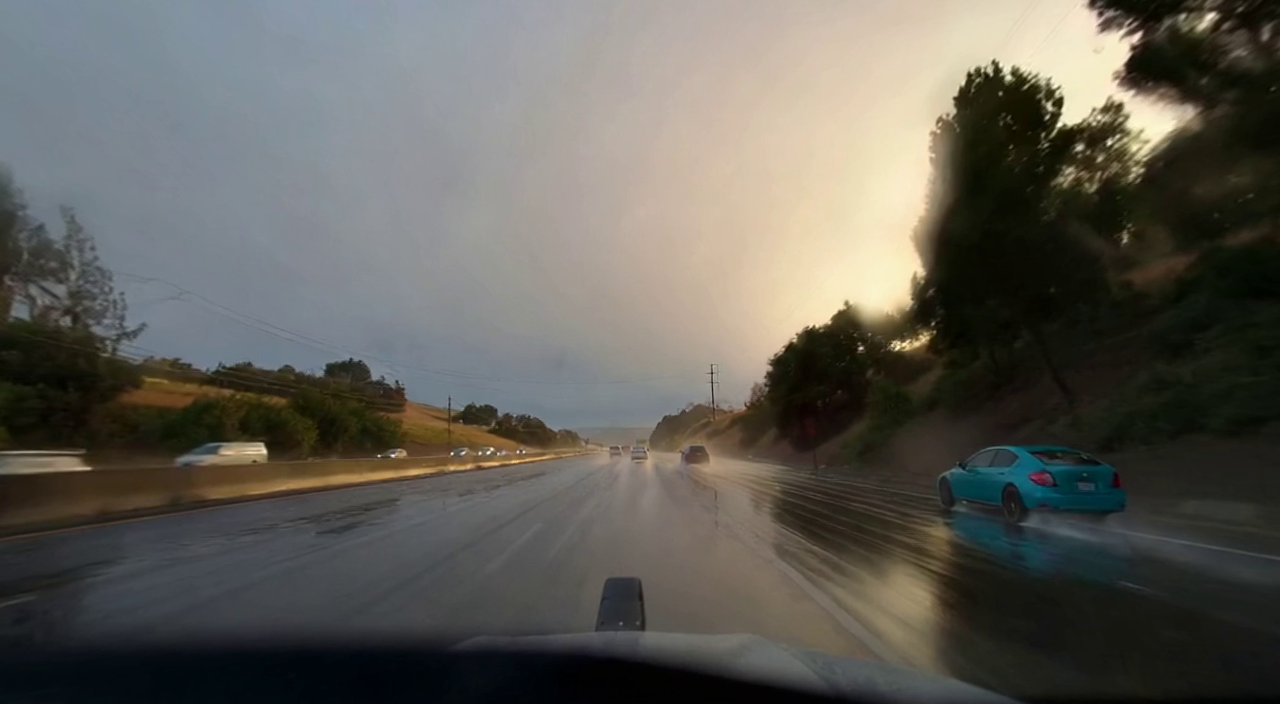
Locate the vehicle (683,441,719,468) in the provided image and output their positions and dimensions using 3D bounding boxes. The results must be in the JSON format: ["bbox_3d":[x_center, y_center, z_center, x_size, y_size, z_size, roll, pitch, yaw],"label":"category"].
[{"bbox_3d":[4.265,7.288,44.787,2.159,1.782,4.673,0,-8,1],"label":"vehicle"}]

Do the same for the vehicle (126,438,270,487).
[{"bbox_3d":[-19.783,4.936,28.655,2.204,1.959,5.810,0,-8,1],"label":"vehicle"}]

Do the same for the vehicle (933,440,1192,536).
[{"bbox_3d":[8.128,2.617,12.876,1.970,1.545,4.818,0,-8,0],"label":"vehicle"}]

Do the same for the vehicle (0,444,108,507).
[{"bbox_3d":[-16.467,3.143,16.248,1.795,1.502,4.053,0,-8,2],"label":"vehicle"}]
